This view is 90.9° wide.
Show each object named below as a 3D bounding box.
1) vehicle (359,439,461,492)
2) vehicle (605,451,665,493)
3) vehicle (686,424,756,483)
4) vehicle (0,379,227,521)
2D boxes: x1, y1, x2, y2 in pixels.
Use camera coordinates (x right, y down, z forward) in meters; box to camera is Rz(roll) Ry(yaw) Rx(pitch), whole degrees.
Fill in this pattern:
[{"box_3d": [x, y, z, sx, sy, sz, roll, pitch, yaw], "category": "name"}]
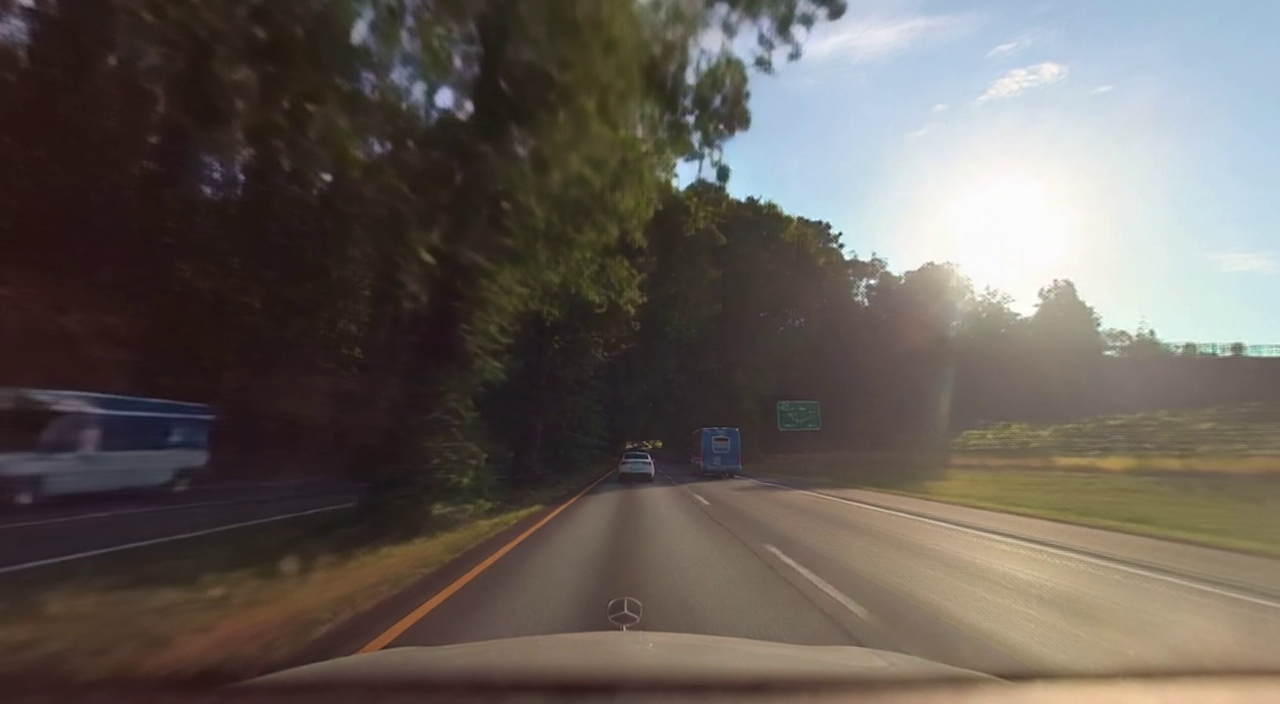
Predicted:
[{"box_3d": [-7.797, 3.881, 21.797, 1.914, 1.609, 4.184, 0, -9, 0], "category": "vehicle"}, {"box_3d": [-0.192, 4.406, 23.538, 2.037, 1.417, 3.885, 0, -9, -1], "category": "vehicle"}, {"box_3d": [3.852, 5.033, 31.396, 2.513, 2.633, 5.930, 0, -9, -2], "category": "vehicle"}, {"box_3d": [-12.244, 2.178, 14.114, 2.493, 2.597, 4.839, -1, -9, 2], "category": "vehicle"}]
